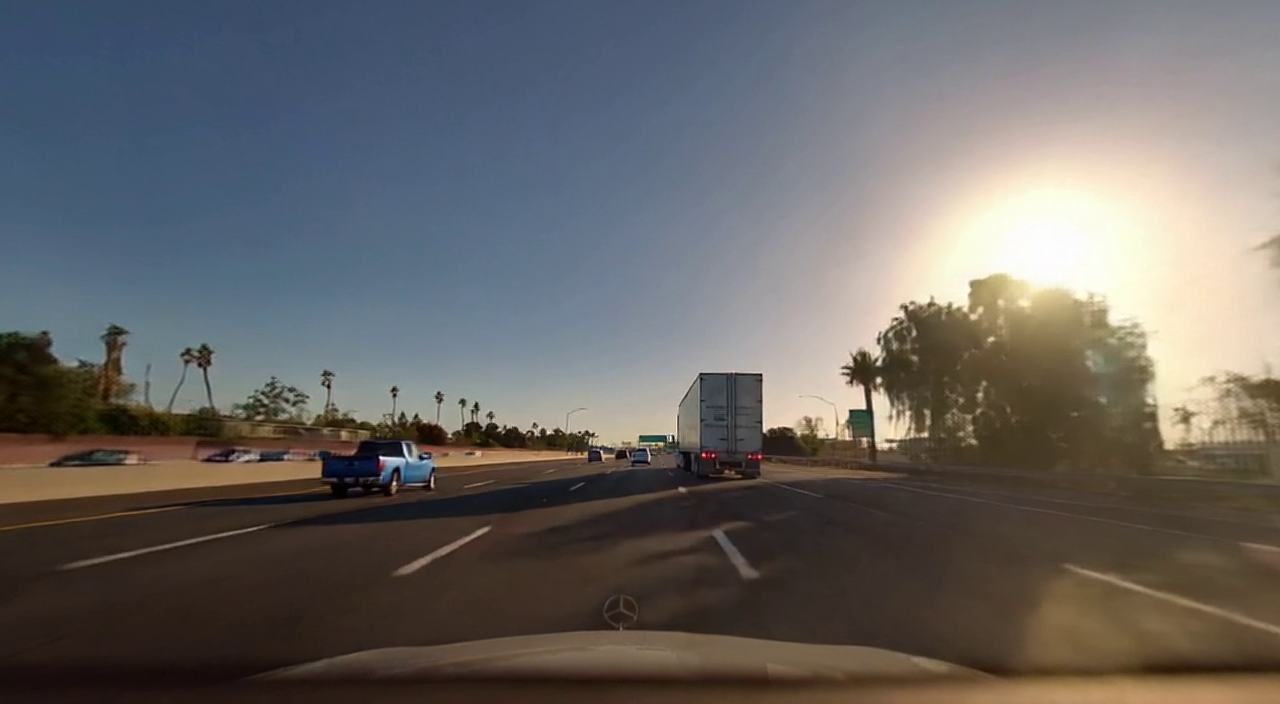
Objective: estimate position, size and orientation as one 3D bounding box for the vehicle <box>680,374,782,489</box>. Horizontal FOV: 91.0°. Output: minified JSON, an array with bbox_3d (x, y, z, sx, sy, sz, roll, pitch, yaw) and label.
[{"bbox_3d":[3.770,4.049,30.818,2.891,4.123,16.415,0,-8,1],"label":"vehicle"}]

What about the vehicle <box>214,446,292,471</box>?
[{"bbox_3d":[-24.701,6.805,40.433,1.915,1.537,4.691,0,-9,2],"label":"vehicle"}]

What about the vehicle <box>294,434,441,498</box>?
[{"bbox_3d":[-8.139,3.450,19.482,2.264,1.728,4.940,0,-9,1],"label":"vehicle"}]
